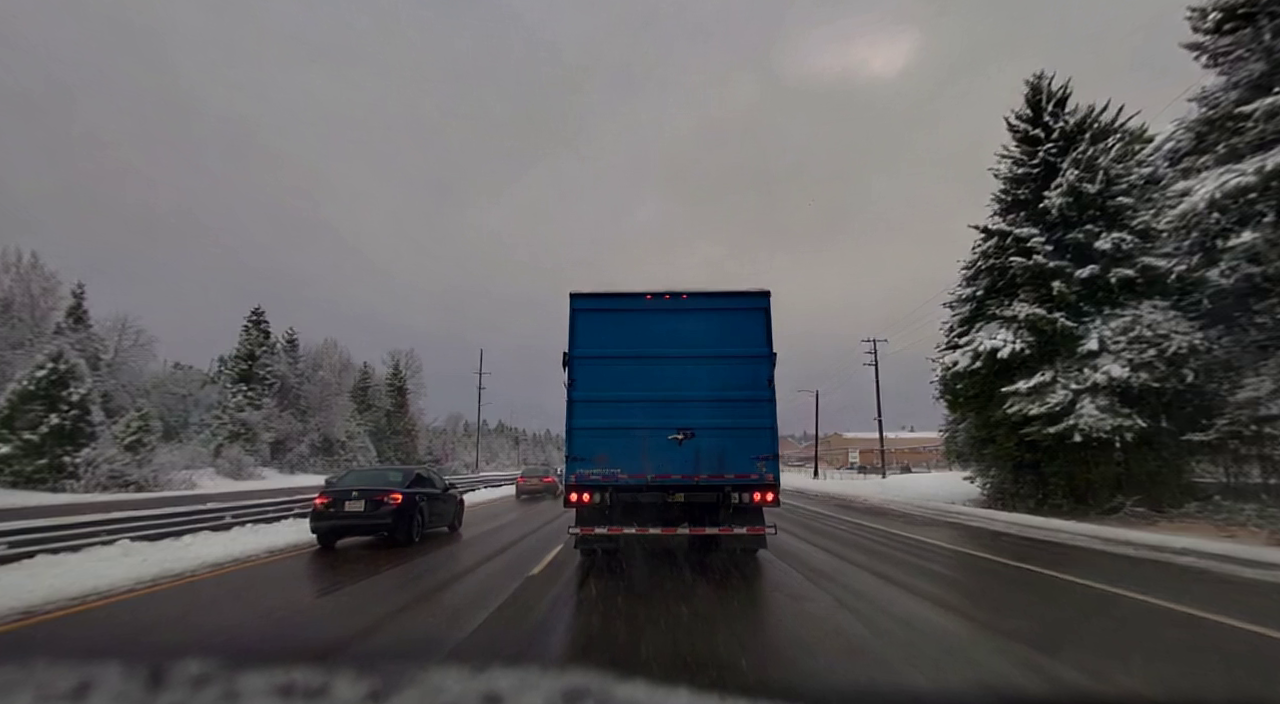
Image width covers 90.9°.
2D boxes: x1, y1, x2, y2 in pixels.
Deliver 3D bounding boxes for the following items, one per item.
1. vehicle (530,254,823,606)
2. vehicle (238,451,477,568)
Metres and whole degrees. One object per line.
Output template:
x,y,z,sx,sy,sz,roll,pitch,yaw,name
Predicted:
0.543,1.492,10.685,2.831,3.529,8.689,0,-11,3,vehicle
-4.258,2.467,10.472,1.891,1.469,4.431,1,-11,0,vehicle
